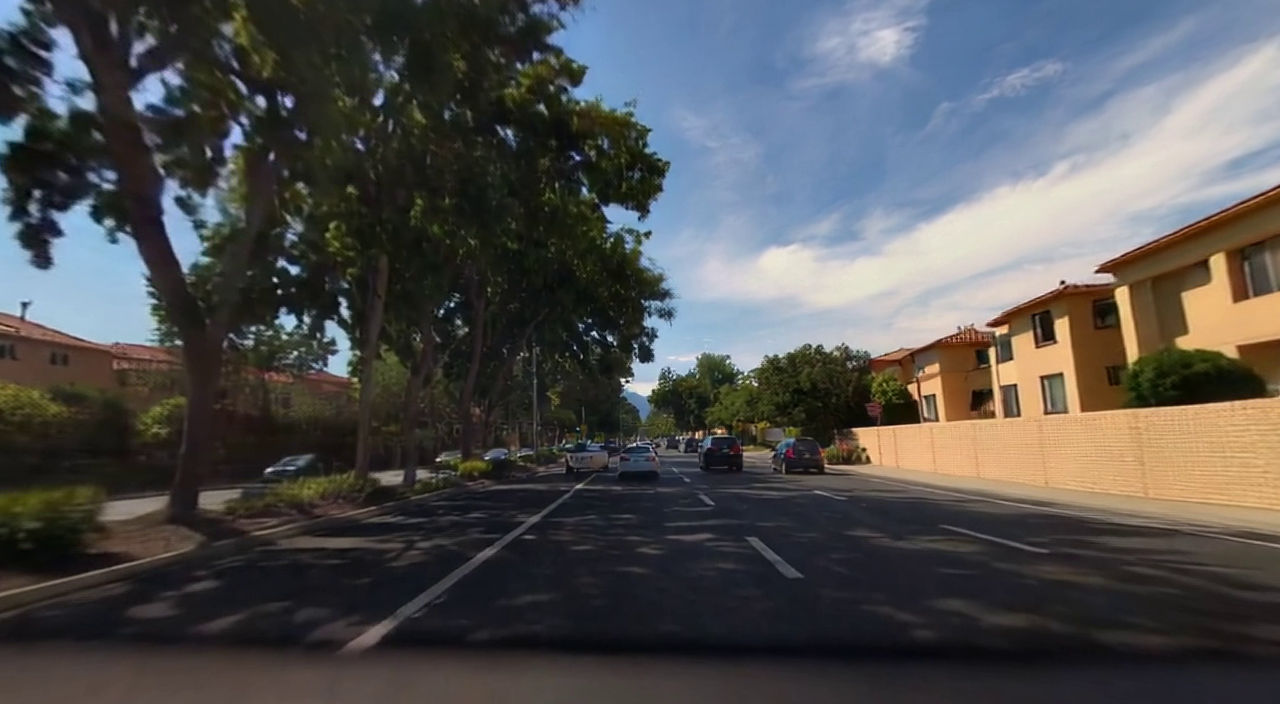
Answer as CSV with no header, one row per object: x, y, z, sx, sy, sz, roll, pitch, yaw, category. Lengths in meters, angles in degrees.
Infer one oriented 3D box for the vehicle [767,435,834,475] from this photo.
7.451,4.809,29.642,1.972,1.700,4.269,0,-8,-1,vehicle

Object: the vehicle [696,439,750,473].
3.948,5.032,30.705,2.067,1.514,4.188,0,-8,0,vehicle

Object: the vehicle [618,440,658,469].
-0.086,5.657,34.903,2.102,1.481,3.907,0,-8,1,vehicle

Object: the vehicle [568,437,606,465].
-3.409,6.514,41.507,2.031,1.705,4.325,0,-8,1,vehicle

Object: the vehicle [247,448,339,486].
-17.989,5.965,32.970,2.110,1.789,4.639,0,-8,1,vehicle
